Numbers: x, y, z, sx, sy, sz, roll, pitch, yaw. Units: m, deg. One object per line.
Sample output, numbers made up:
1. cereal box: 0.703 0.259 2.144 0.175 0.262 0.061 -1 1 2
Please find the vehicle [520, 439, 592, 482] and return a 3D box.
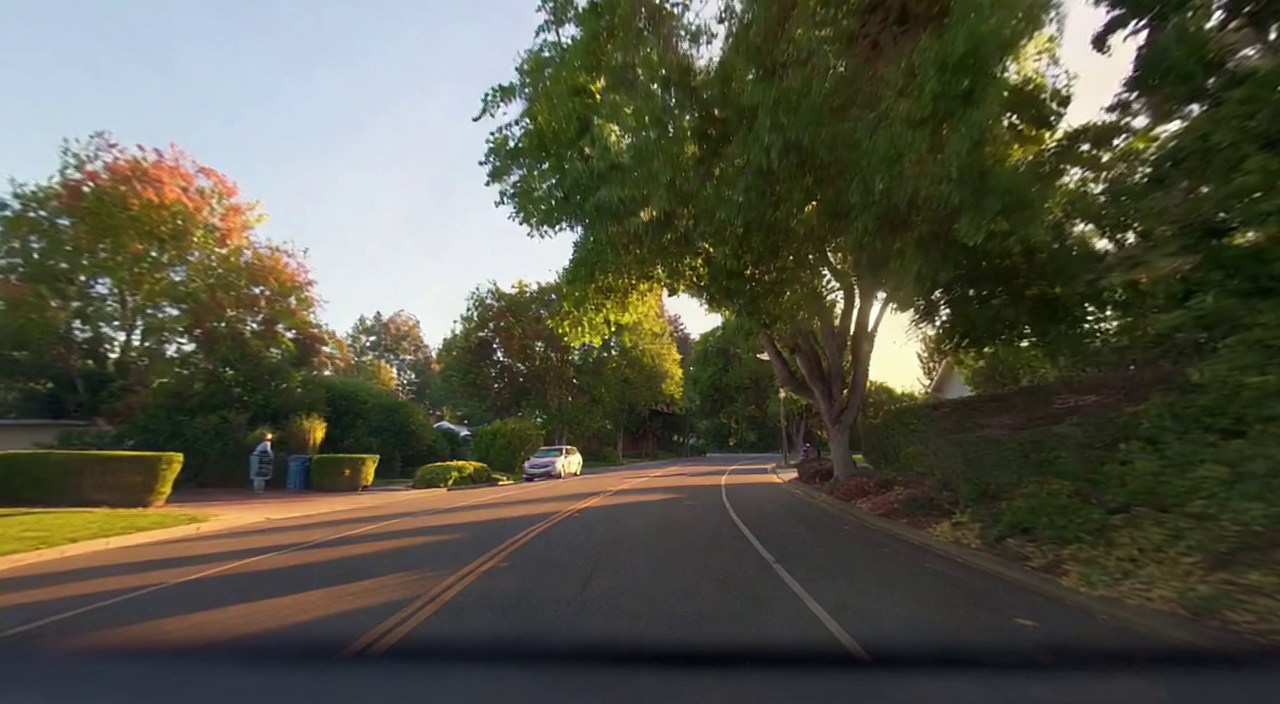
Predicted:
1. vehicle: -3.721 4.906 28.921 2.002 1.601 5.012 -3 -7 7
